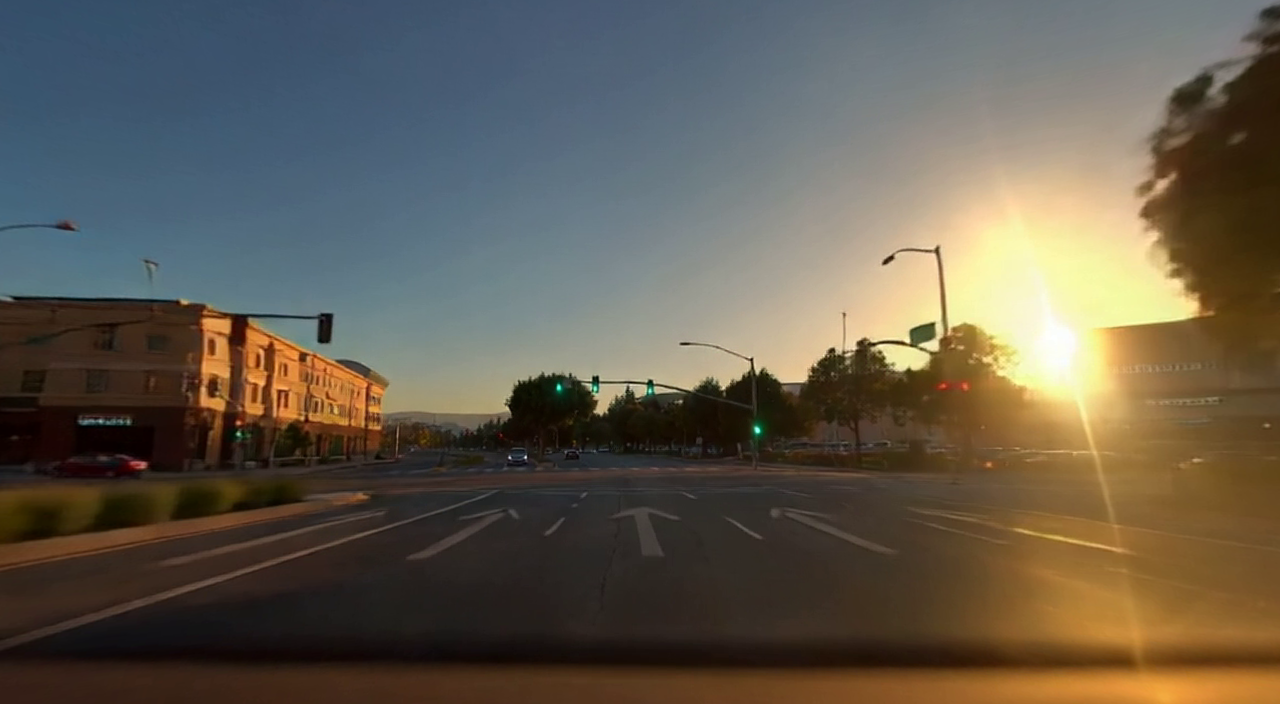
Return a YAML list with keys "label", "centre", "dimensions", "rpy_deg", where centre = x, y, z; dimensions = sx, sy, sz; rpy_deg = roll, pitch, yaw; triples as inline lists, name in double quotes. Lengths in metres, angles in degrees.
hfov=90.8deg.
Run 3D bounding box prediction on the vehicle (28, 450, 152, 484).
- label: "vehicle"
  centre: [-35.607, 7.427, 41.016]
  dimensions: [6.154, 2.082, 2.181]
  rpy_deg: [0, -8, 4]
